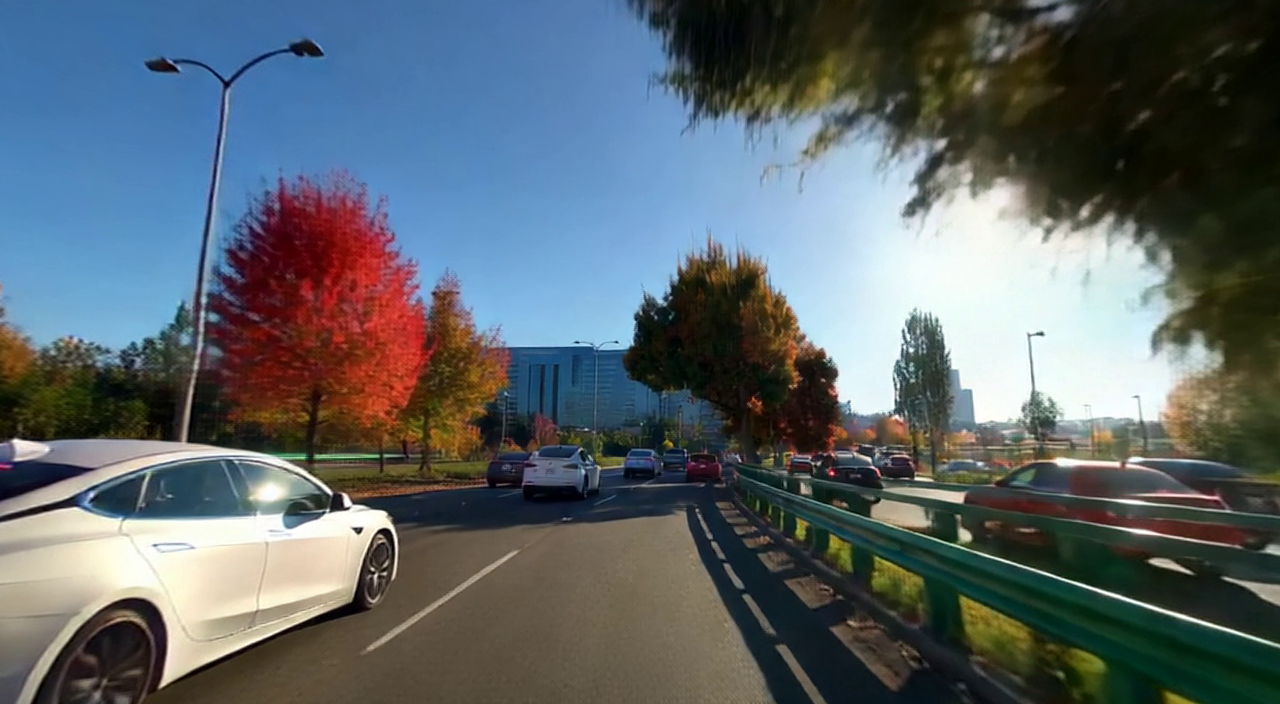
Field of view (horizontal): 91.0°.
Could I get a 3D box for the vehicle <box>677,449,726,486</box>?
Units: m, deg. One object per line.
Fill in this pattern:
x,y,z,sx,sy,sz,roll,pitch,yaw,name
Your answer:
2.876,5.194,28.744,2.015,1.506,4.276,-1,-9,9,vehicle

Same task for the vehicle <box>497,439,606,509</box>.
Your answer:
-2.302,3.331,17.705,1.979,1.663,4.513,0,-9,6,vehicle

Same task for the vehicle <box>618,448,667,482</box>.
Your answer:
0.214,5.949,33.537,1.930,1.635,4.260,-1,-9,9,vehicle

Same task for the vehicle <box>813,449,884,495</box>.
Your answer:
8.237,4.727,25.240,1.768,1.634,4.064,0,-9,6,vehicle

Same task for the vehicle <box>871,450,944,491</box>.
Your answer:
13.073,5.788,31.147,2.121,1.777,4.755,-1,-9,8,vehicle

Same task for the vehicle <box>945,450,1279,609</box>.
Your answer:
6.235,2.122,8.632,1.869,1.516,4.753,0,-9,2,vehicle

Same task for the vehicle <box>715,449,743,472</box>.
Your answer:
7.015,8.453,49.195,1.977,1.704,3.841,-1,-9,11,vehicle

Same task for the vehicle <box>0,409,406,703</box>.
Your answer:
-3.309,1.202,3.915,1.921,1.503,4.317,0,-9,2,vehicle
